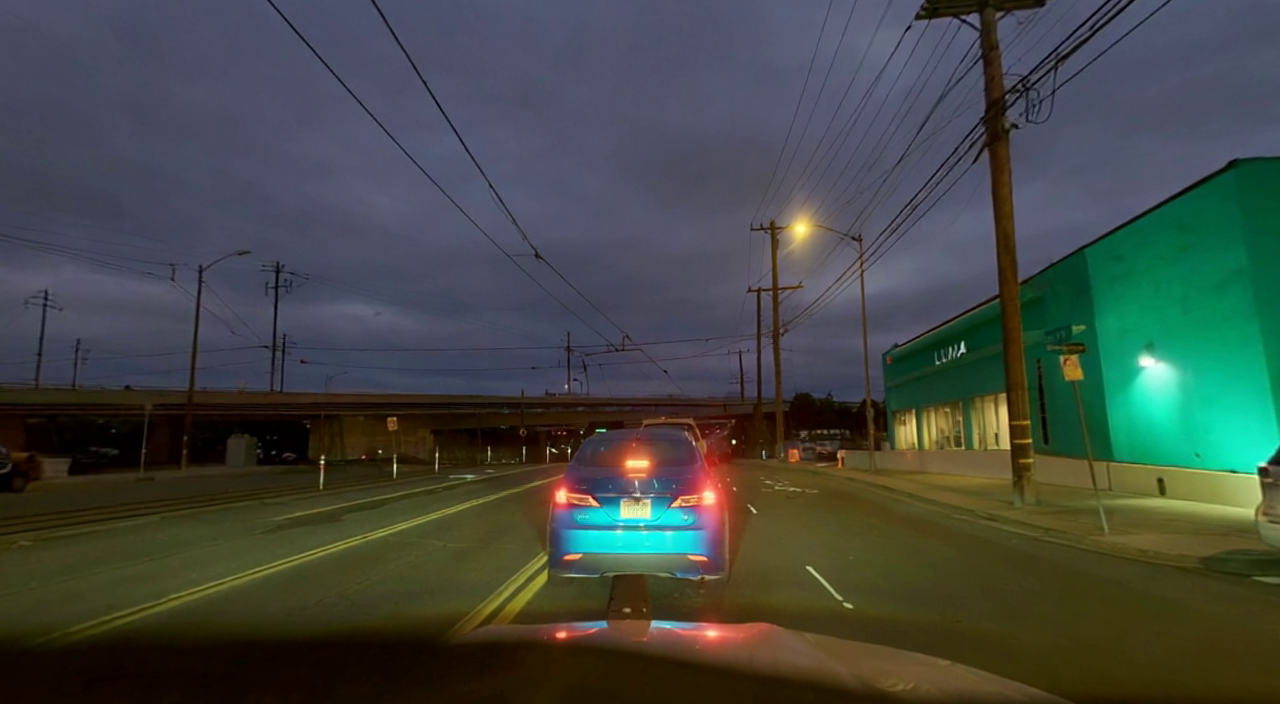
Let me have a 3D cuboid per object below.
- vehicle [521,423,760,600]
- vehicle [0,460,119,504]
[{"bbox_3d":[0.091,1.706,7.608,2.090,1.518,4.033,-1,-9,3],"label":"vehicle"},{"bbox_3d":[-21.947,4.678,22.818,4.566,1.453,1.935,-1,-9,5],"label":"vehicle"}]
